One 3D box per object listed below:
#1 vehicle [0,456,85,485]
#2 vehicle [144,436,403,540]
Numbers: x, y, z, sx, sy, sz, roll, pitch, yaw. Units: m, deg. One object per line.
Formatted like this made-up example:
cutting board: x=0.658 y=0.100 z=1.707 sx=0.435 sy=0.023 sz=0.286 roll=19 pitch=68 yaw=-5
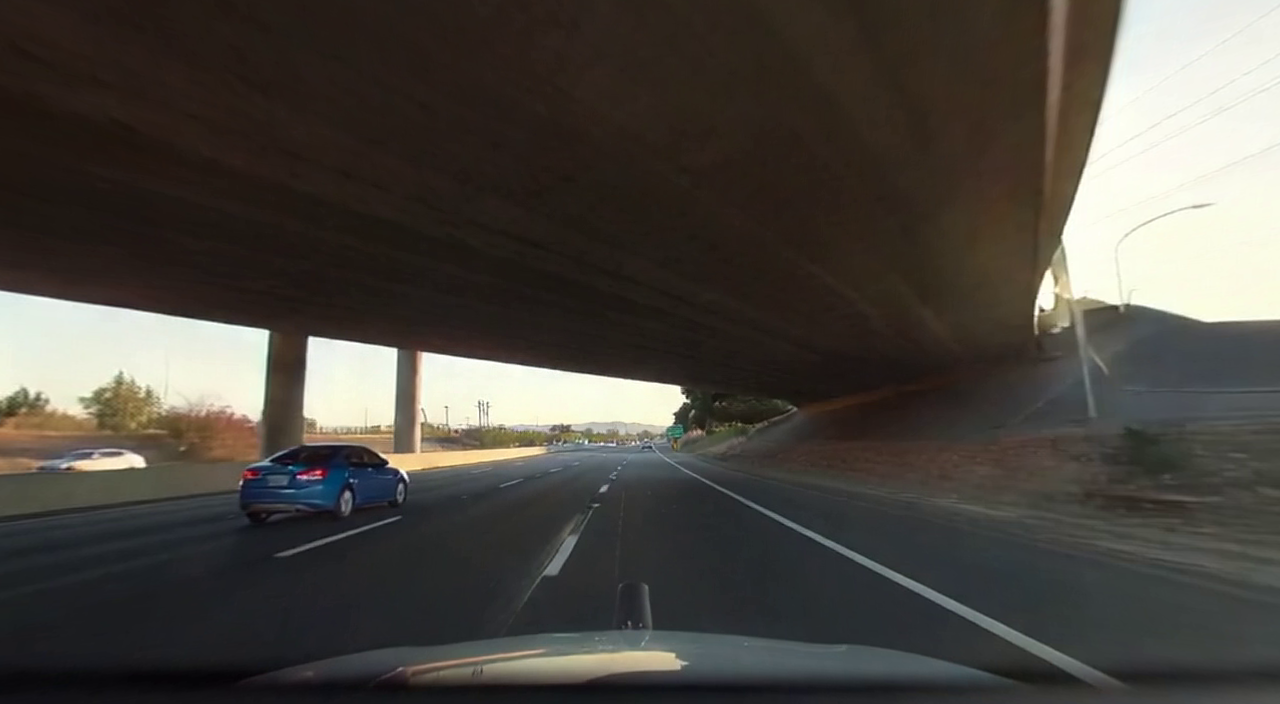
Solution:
vehicle: x=-35.021 y=6.809 z=36.554 sx=1.809 sy=1.471 sz=4.289 roll=0 pitch=-8 yaw=-1
vehicle: x=-6.445 y=2.397 z=11.927 sx=2.105 sy=1.551 sz=4.602 roll=0 pitch=-8 yaw=0
